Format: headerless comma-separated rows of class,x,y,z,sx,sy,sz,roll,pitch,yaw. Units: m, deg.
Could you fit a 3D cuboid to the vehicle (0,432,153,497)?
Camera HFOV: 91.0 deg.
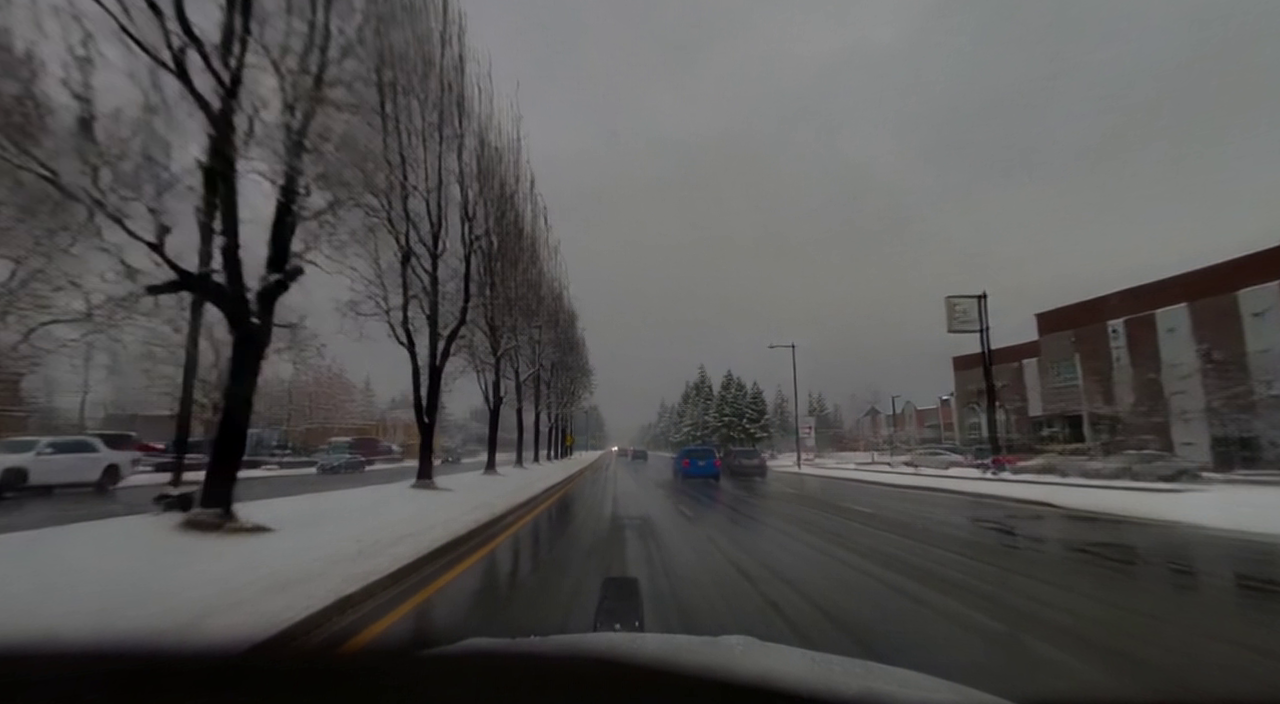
vehicle,-21.904,4.068,23.055,2.593,2.075,6.841,0,-9,1

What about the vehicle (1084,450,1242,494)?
vehicle,19.331,4.379,23.317,4.646,1.479,2.070,2,-9,-15

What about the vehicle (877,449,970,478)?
vehicle,15.924,6.238,35.360,4.486,1.532,1.939,3,-9,-16

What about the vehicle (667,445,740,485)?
vehicle,2.459,4.532,25.558,2.256,1.451,4.313,0,-9,-4

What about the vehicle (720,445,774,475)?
vehicle,5.752,5.868,34.375,1.886,1.528,4.169,1,-9,-5
